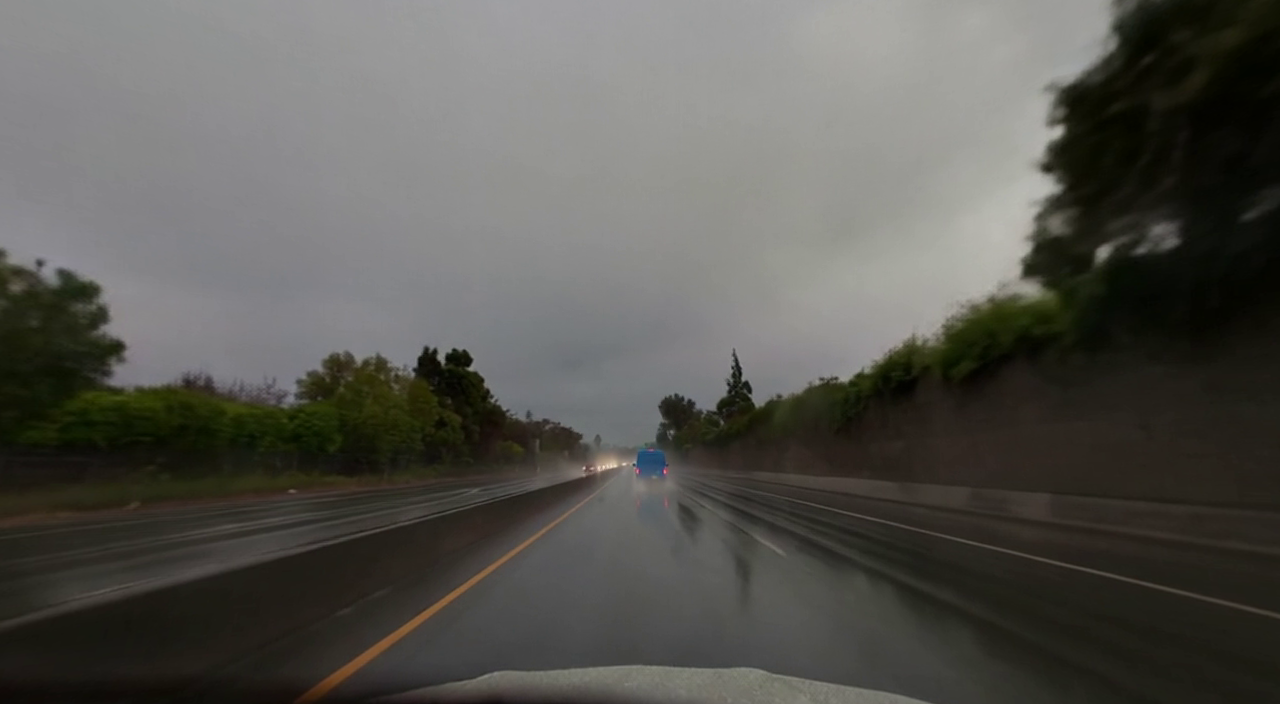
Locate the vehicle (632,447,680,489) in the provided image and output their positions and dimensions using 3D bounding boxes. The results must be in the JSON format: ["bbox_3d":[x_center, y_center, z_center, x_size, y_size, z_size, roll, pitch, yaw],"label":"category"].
[{"bbox_3d":[0.832,6.600,35.877,2.429,2.167,4.558,1,-10,-2],"label":"vehicle"}]
